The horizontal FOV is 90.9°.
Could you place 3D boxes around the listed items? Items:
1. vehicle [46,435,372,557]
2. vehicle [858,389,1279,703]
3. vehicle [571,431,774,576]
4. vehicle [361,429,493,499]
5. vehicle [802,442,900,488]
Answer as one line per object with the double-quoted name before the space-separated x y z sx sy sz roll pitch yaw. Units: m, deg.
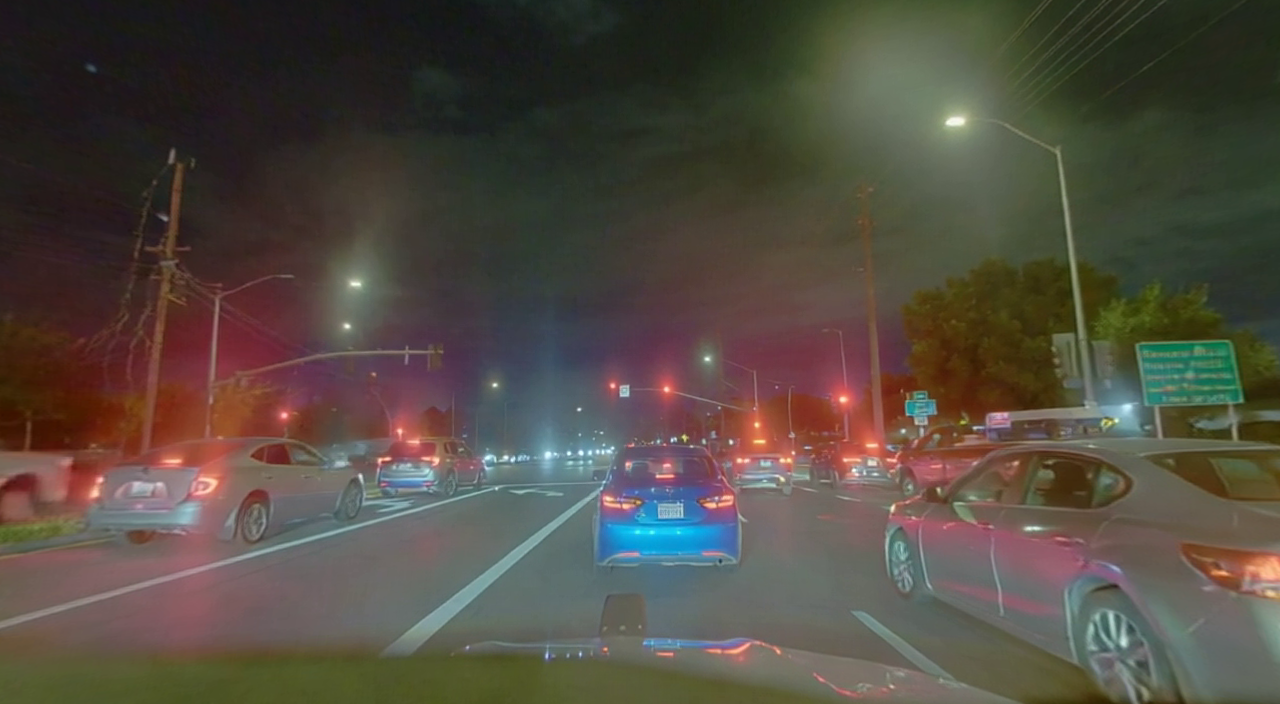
"vehicle" -6.405 2.148 10.258 1.955 1.497 4.639 -1 -8 1
"vehicle" 3.136 1.179 4.238 1.870 1.523 4.096 0 -8 0
"vehicle" 0.328 1.872 8.613 2.109 1.483 3.964 0 -8 0
"vehicle" -6.241 3.331 19.281 2.070 1.824 5.196 -1 -8 2
"vehicle" 7.283 3.911 22.258 1.867 1.459 4.436 0 -8 -1
